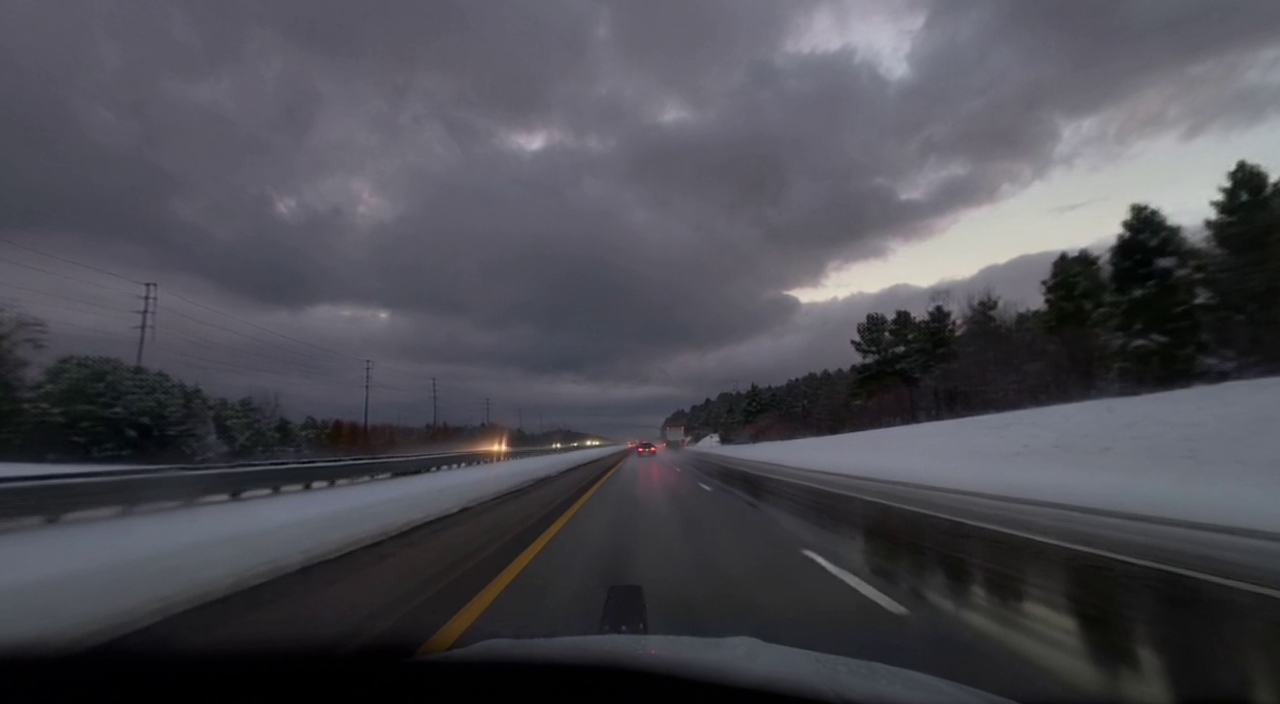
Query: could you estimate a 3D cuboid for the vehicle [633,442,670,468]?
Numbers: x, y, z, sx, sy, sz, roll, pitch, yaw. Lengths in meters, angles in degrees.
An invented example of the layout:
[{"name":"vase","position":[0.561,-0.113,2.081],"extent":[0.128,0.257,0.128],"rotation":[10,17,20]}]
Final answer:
[{"name":"vehicle","position":[0.741,6.515,40.120],"extent":[2.192,1.556,4.132],"rotation":[-1,-8,1]}]
